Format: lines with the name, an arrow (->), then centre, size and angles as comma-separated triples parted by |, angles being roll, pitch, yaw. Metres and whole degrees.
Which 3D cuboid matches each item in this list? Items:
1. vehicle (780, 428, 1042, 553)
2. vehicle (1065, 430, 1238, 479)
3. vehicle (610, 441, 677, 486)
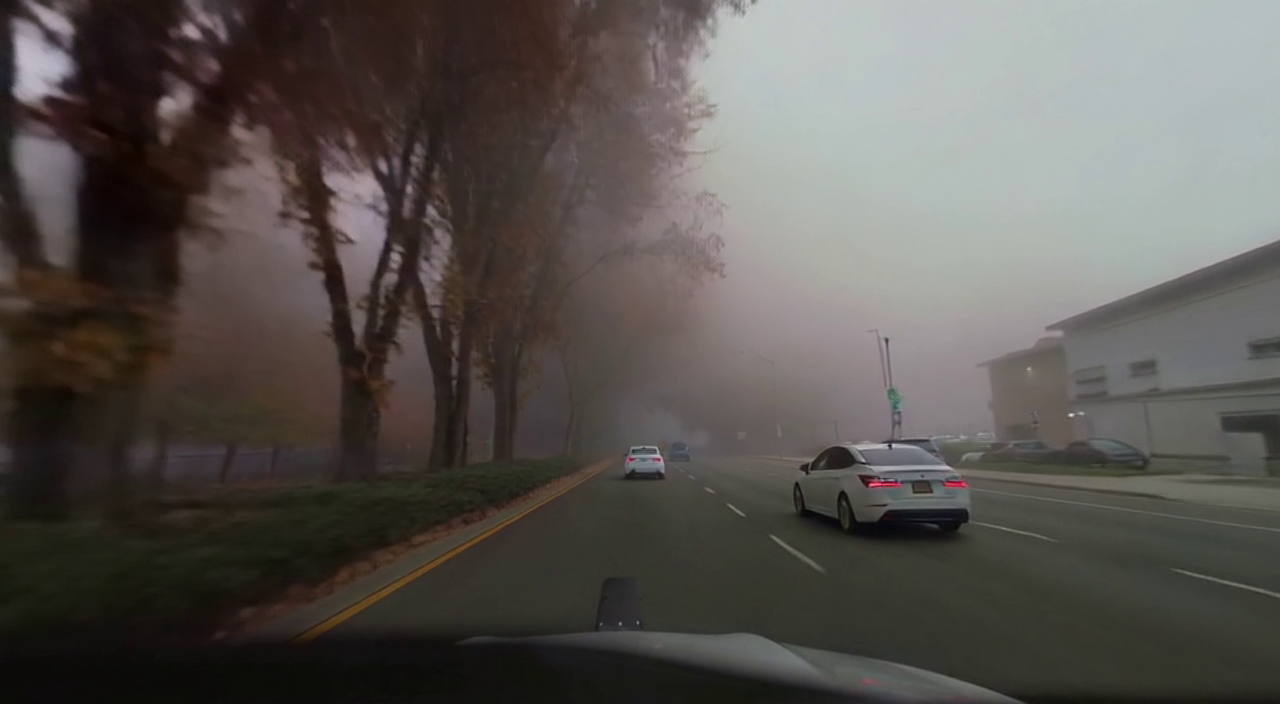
vehicle -> 3.720, 1.983, 9.757 | 2.094, 1.480, 4.323 | 0, -9, 0
vehicle -> 21.358, 4.318, 26.842 | 2.582, 1.849, 5.579 | 0, -9, -1
vehicle -> 0.077, 4.110, 23.626 | 2.289, 1.471, 4.477 | 0, -9, -1
